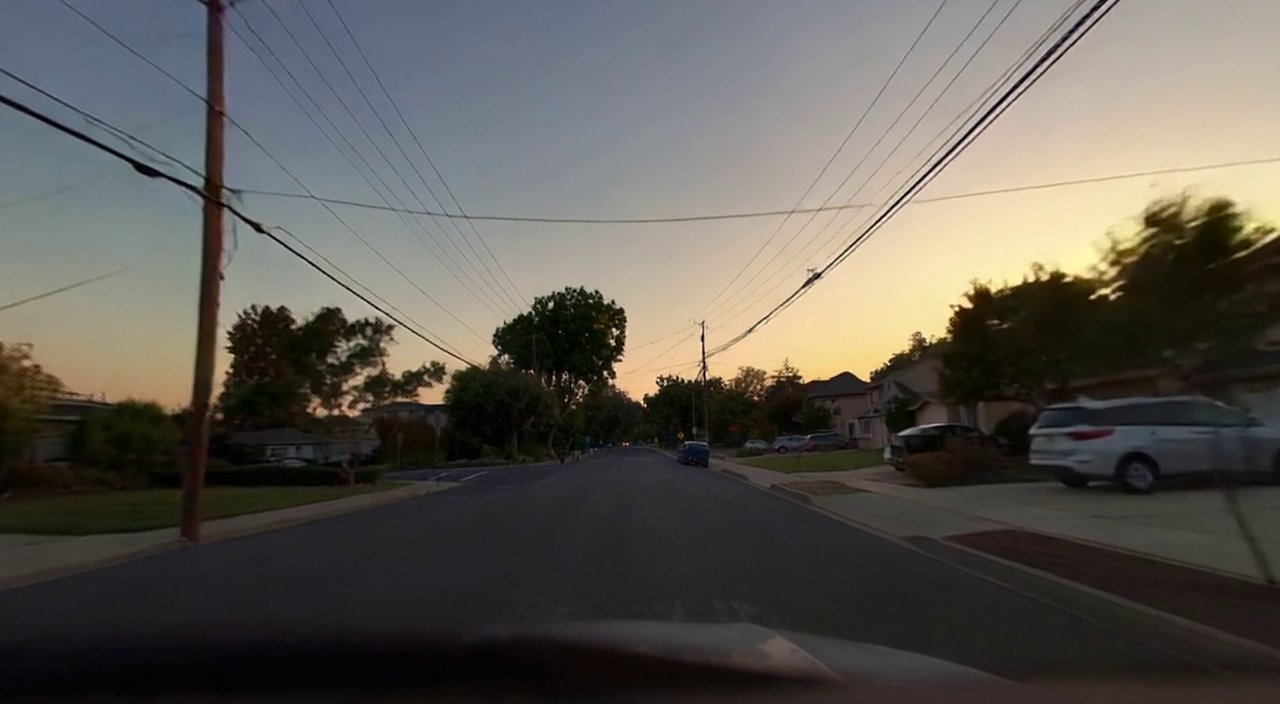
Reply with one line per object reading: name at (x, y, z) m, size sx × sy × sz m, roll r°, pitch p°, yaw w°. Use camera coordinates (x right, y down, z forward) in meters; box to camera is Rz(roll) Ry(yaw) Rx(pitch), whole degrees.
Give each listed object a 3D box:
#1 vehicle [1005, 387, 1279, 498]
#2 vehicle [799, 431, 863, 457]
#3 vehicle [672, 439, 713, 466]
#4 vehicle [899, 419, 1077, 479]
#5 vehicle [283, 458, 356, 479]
vehicle at (11.129, 1.826, 12.705) m, size 5.968 × 1.963 × 2.573 m, roll 1°, pitch -8°, yaw -2°
vehicle at (14.959, 7.244, 49.703) m, size 4.283 × 1.660 × 2.035 m, roll -3°, pitch -6°, yaw -1°
vehicle at (3.454, 6.740, 42.454) m, size 2.134 × 1.720 × 4.515 m, roll 1°, pitch -8°, yaw -3°
vehicle at (10.953, 3.085, 20.202) m, size 4.382 × 1.794 × 2.100 m, roll 0°, pitch -8°, yaw 2°
vehicle at (-24.231, 8.816, 47.832) m, size 4.479 × 1.475 × 1.842 m, roll 0°, pitch -8°, yaw 2°
